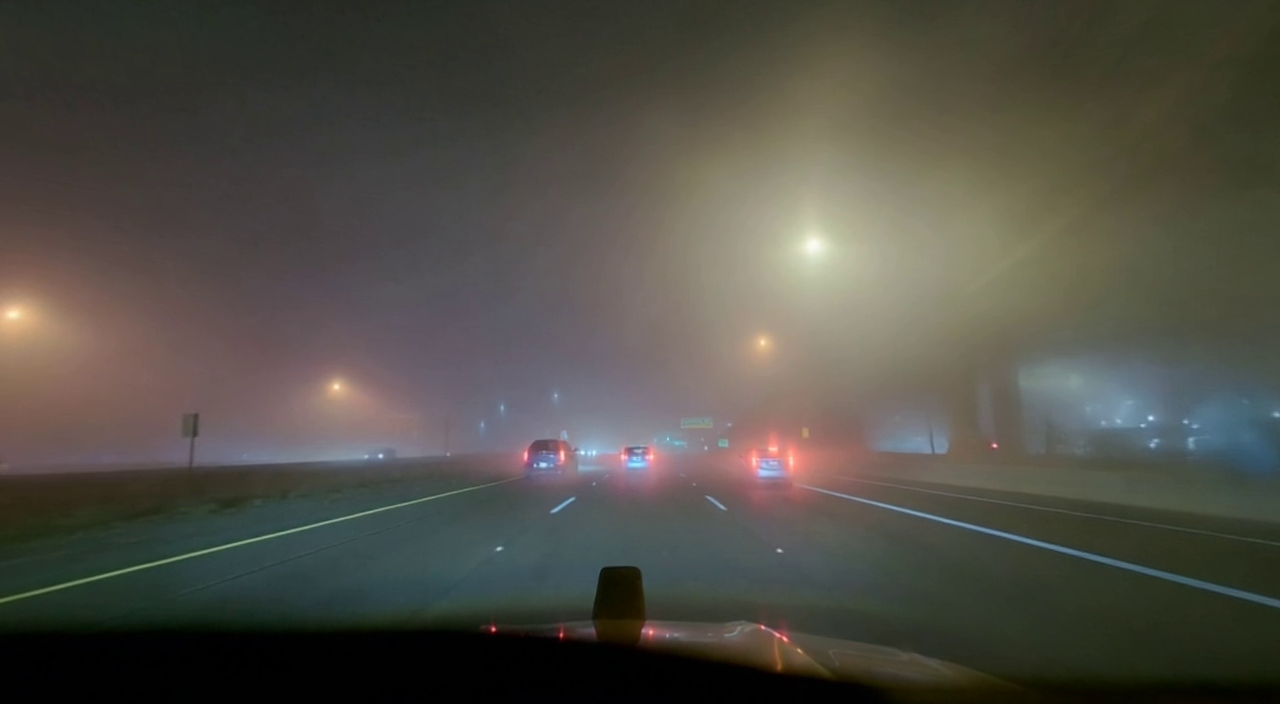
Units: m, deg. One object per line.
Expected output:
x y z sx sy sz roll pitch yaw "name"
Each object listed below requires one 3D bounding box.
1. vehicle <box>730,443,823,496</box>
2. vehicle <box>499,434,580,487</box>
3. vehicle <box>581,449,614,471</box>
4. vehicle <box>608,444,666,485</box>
4.149 3.624 19.824 1.974 1.490 3.994 0 -8 0 "vehicle"
-3.738 4.149 24.383 2.142 1.819 4.648 0 -8 3 "vehicle"
-2.968 7.661 44.883 1.868 1.431 4.055 0 -8 3 "vehicle"
-0.072 4.416 25.100 2.089 1.493 3.964 0 -8 1 "vehicle"
